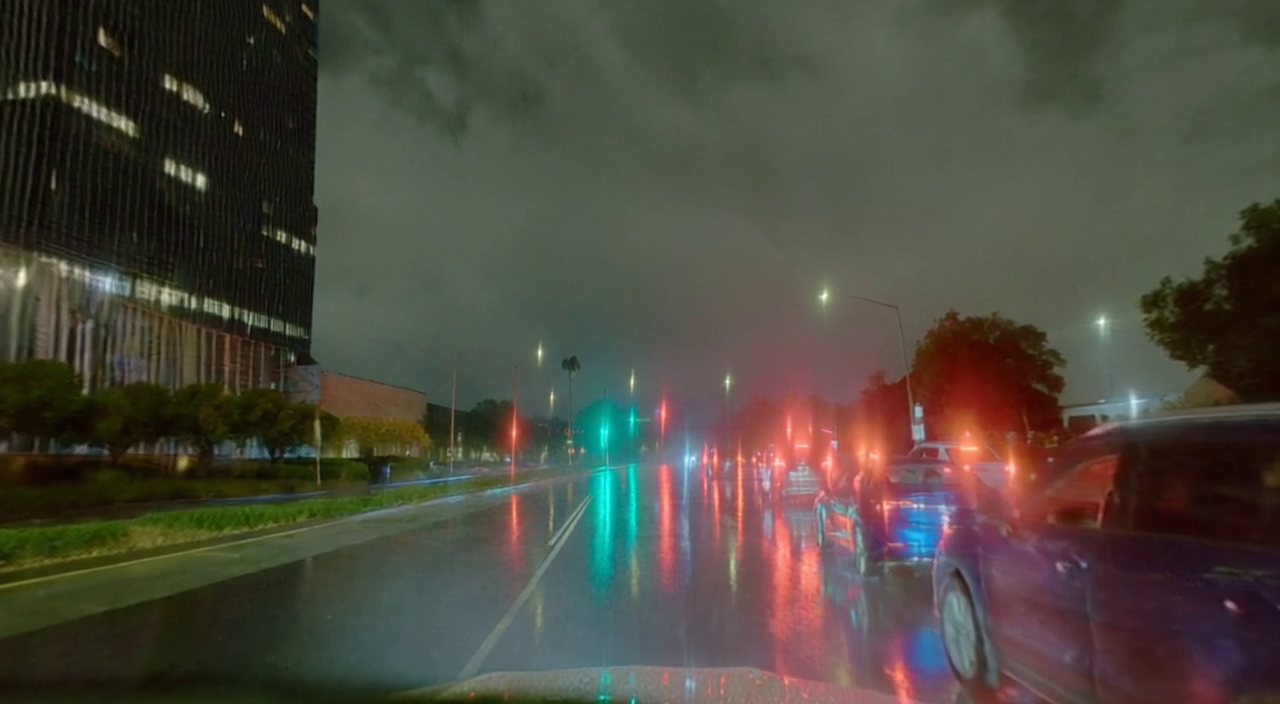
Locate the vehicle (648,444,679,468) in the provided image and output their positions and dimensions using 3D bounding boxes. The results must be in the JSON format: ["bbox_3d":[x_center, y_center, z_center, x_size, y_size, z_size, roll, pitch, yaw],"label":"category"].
[{"bbox_3d":[1.863,7.918,48.173,2.121,1.728,4.161,-1,-9,6],"label":"vehicle"}]

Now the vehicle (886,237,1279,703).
[{"bbox_3d":[2.474,0.795,2.168,2.092,1.703,4.870,-2,-9,11],"label":"vehicle"}]

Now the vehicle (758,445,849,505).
[{"bbox_3d":[4.936,3.720,19.717,2.089,1.609,4.922,-1,-9,7],"label":"vehicle"}]

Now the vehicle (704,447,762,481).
[{"bbox_3d":[4.458,5.421,30.794,2.183,1.553,3.923,0,-9,-1],"label":"vehicle"}]
